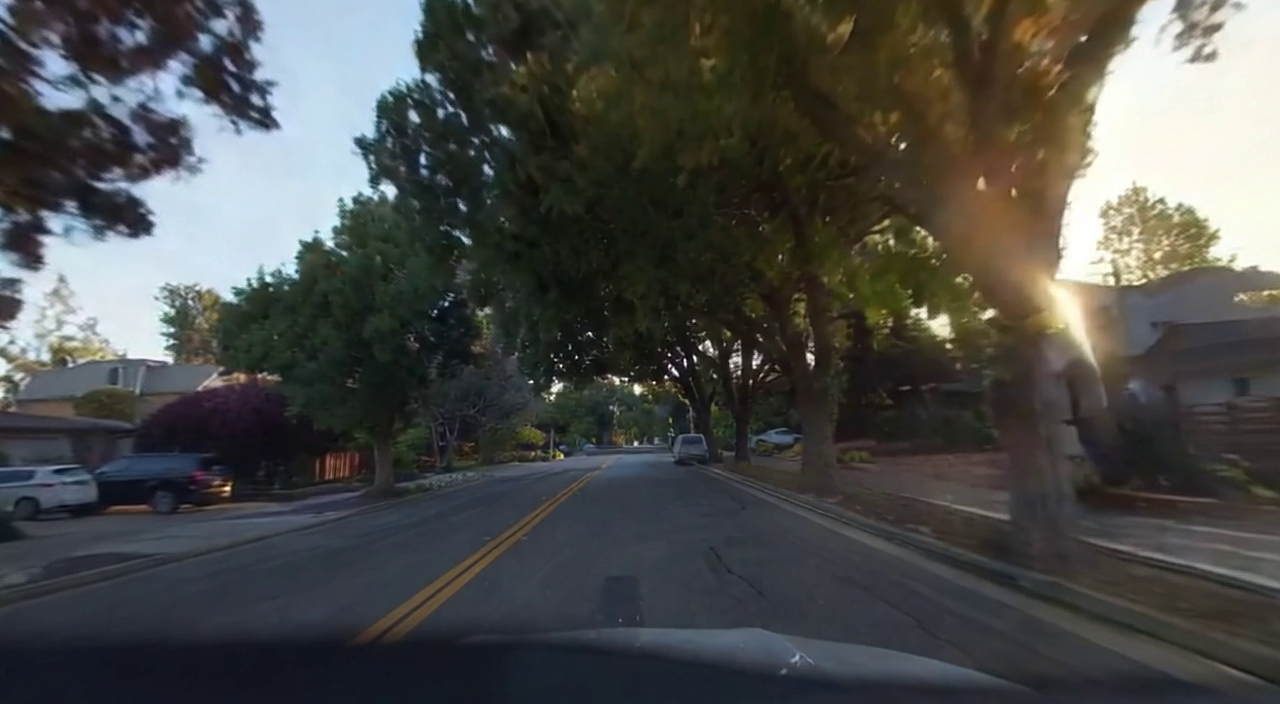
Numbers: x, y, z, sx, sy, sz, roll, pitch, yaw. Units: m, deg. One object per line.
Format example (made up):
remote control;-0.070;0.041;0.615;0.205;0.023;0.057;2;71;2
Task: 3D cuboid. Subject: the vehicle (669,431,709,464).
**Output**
vehicle;2.961;5.923;39.143;2.125;1.861;4.564;-1;-8;0

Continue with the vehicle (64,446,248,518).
vehicle;-14.271;3.714;18.569;5.275;1.807;2.279;-6;-10;29

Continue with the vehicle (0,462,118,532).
vehicle;-15.443;3.512;15.758;4.273;1.459;2.000;-5;-9;25
